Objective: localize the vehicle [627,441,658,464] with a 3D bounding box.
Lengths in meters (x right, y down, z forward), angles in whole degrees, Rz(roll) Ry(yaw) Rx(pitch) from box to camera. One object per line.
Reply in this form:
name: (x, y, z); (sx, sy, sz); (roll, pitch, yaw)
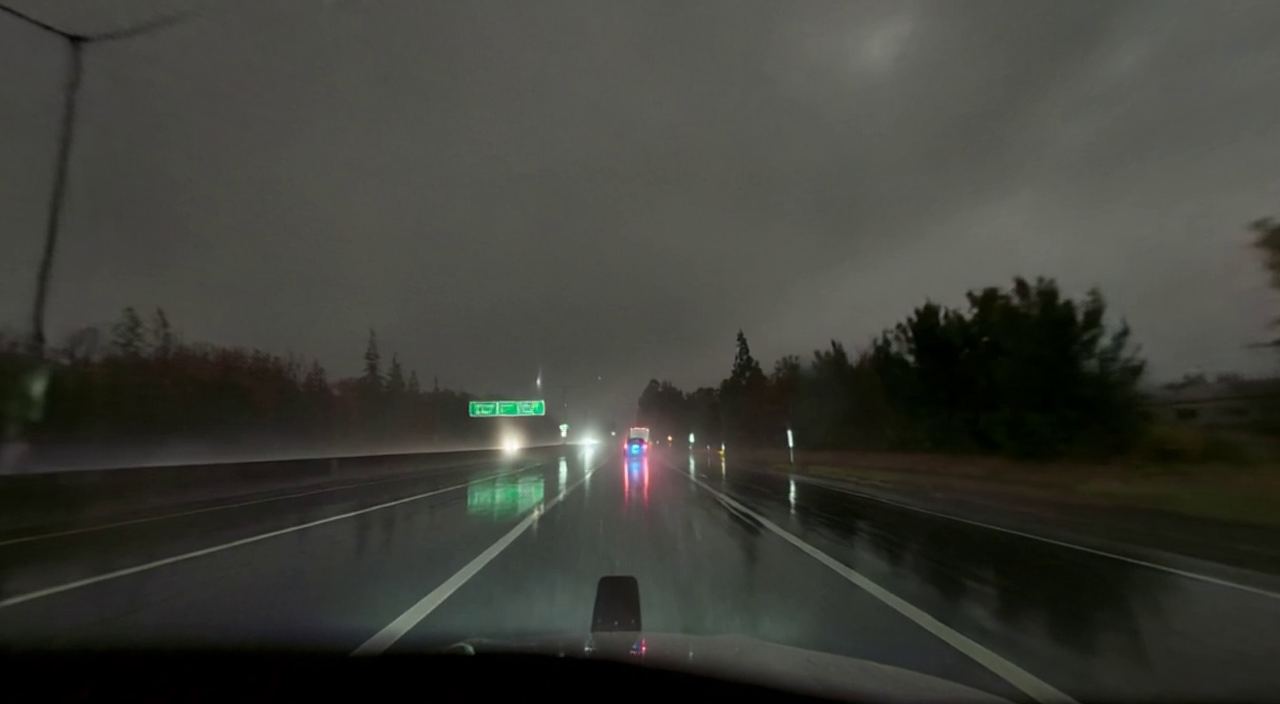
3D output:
vehicle: (0.128, 6.820, 42.920); (2.028, 1.440, 3.690); (0, -8, -1)
